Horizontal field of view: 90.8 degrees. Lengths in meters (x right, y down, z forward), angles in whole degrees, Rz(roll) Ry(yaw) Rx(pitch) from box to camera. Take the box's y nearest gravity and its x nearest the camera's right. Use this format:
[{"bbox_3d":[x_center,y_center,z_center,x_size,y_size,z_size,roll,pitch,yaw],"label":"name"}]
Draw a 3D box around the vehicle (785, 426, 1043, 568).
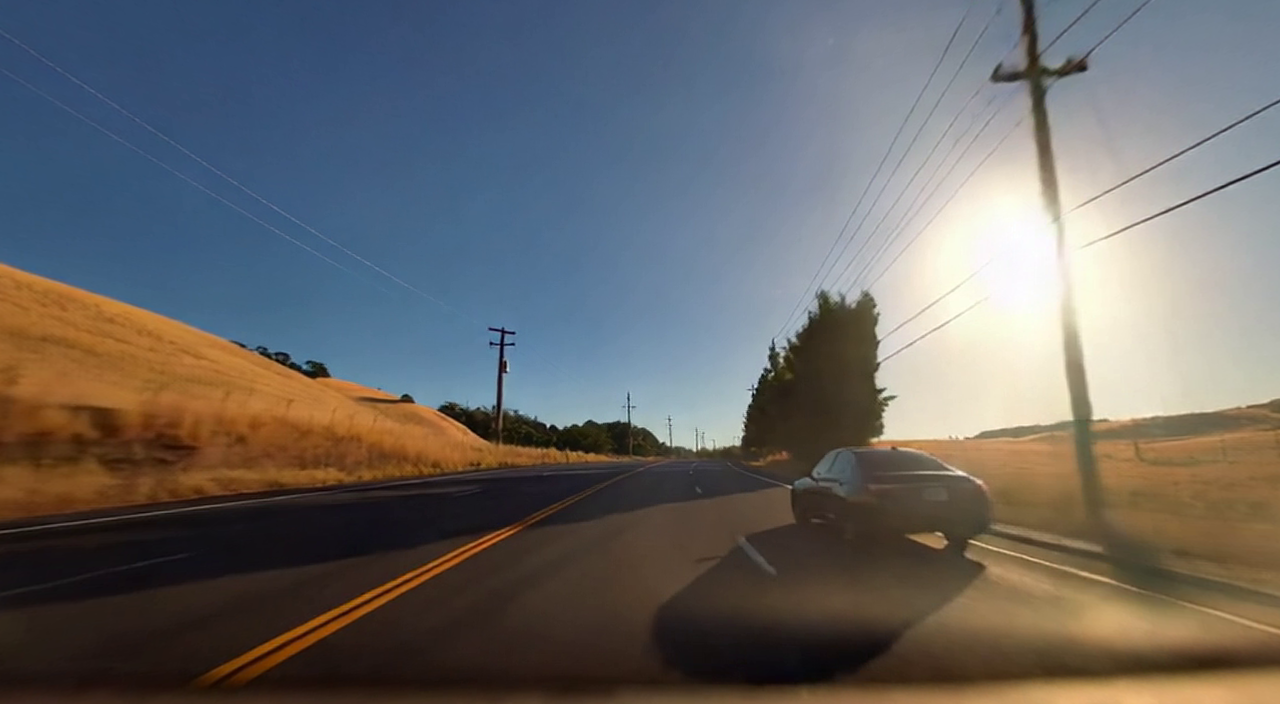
[{"bbox_3d":[3.819,2.088,9.827,2.135,1.692,4.185,0,-9,0],"label":"vehicle"}]
